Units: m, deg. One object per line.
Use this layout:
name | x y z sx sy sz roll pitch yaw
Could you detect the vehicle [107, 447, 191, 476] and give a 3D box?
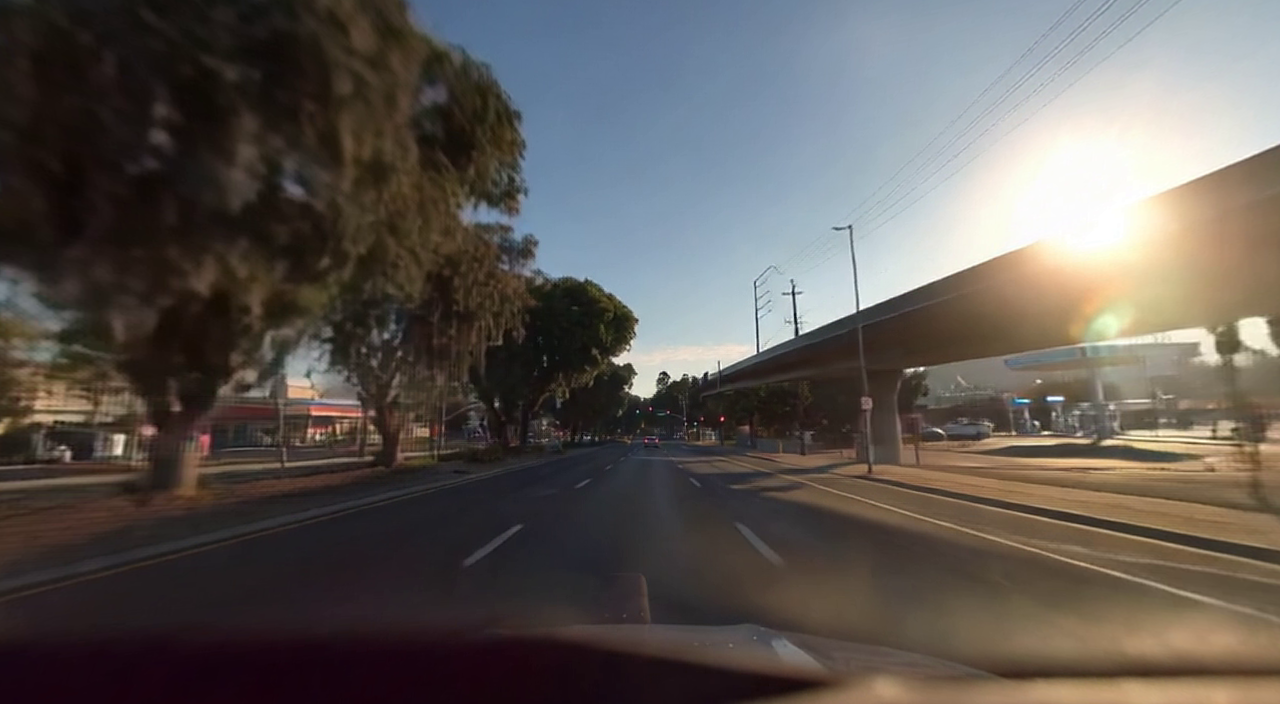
vehicle | -26.995 5.977 34.478 4.488 1.486 1.991 -5 -10 30
